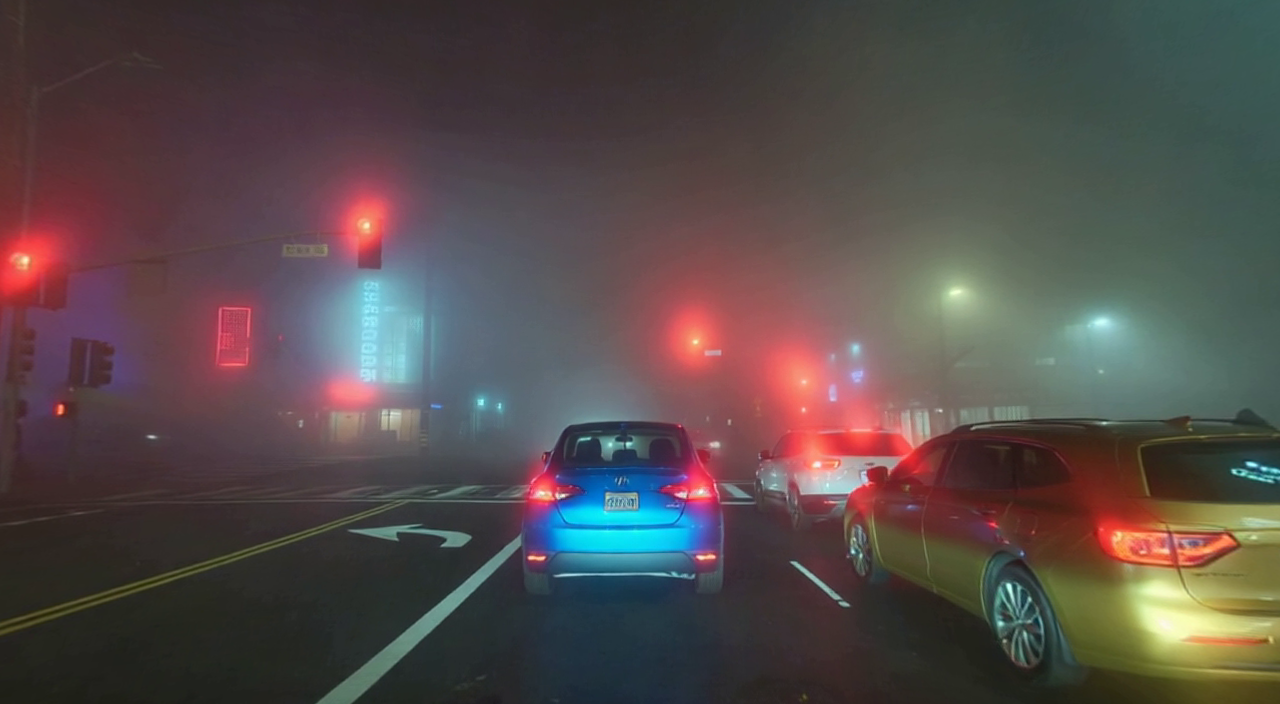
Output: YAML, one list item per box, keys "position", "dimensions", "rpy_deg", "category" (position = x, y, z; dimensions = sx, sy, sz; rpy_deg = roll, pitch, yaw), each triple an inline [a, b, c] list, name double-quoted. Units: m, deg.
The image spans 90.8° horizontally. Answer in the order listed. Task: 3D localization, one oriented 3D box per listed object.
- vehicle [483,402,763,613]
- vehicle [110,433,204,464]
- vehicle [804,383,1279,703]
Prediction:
- position: [-0.124, 1.533, 7.233]
  dimensions: [2.123, 1.589, 4.702]
  rpy_deg: [0, -8, 0]
  category: "vehicle"
- position: [-26.268, 5.248, 34.382]
  dimensions: [4.253, 1.570, 2.132]
  rpy_deg: [-4, -9, 23]
  category: "vehicle"
- position: [3.039, 1.306, 5.441]
  dimensions: [1.983, 1.654, 4.354]
  rpy_deg: [0, -8, -1]
  category: "vehicle"
